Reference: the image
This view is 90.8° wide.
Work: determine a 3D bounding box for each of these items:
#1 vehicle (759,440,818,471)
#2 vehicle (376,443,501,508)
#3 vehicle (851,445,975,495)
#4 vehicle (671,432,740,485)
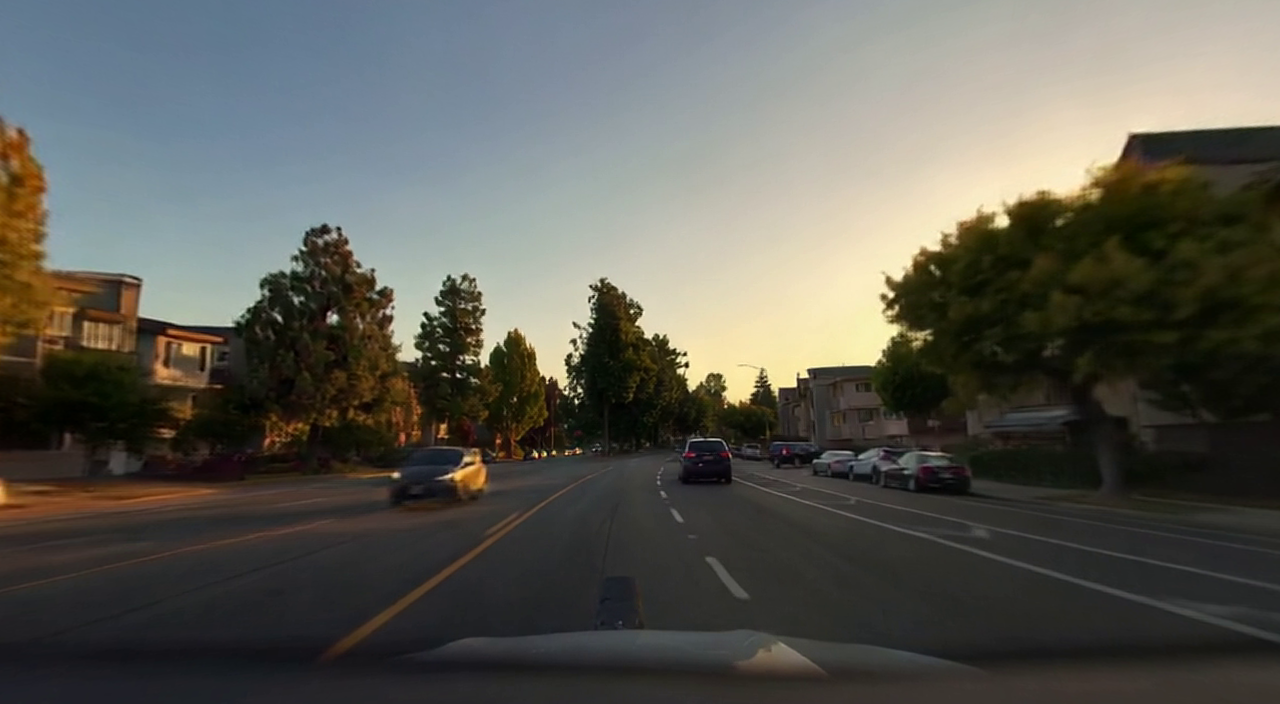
[{"bbox_3d":[9.140,6.255,38.560,2.187,1.752,4.300,-5,-10,31],"label":"vehicle"},{"bbox_3d":[-5.215,3.218,17.025,1.958,1.501,4.294,0,-8,0],"label":"vehicle"},{"bbox_3d":[8.963,3.877,21.301,1.996,1.474,4.771,0,-8,-1],"label":"vehicle"},{"bbox_3d":[2.358,3.982,23.911,2.085,1.763,4.490,0,-8,-1],"label":"vehicle"}]
